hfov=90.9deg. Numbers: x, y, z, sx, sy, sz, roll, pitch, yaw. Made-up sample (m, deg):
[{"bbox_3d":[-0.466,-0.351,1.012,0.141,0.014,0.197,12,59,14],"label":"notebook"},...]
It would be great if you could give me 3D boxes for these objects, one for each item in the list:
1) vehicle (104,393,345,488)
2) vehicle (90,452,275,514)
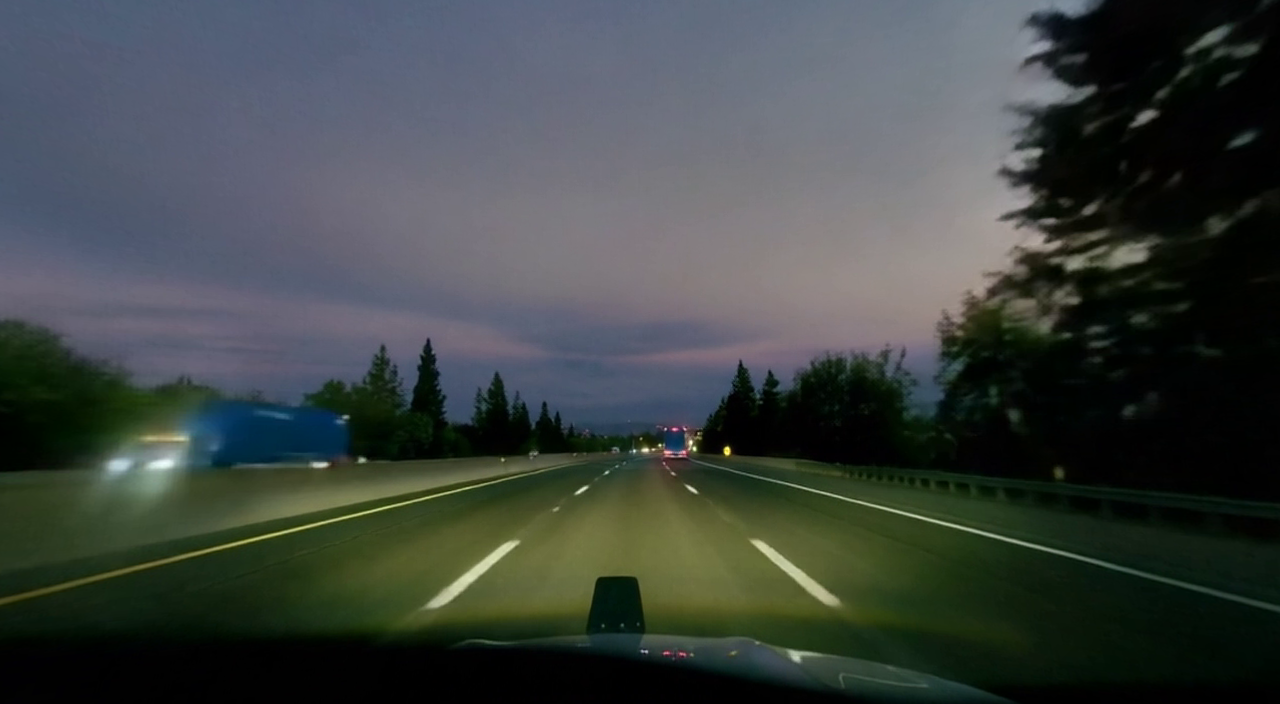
[{"bbox_3d":[-19.633,4.517,31.735,2.995,3.744,13.270,0,-9,1],"label":"vehicle"},{"bbox_3d":[-12.230,3.487,17.293,1.849,1.447,4.304,0,-9,0],"label":"vehicle"}]
